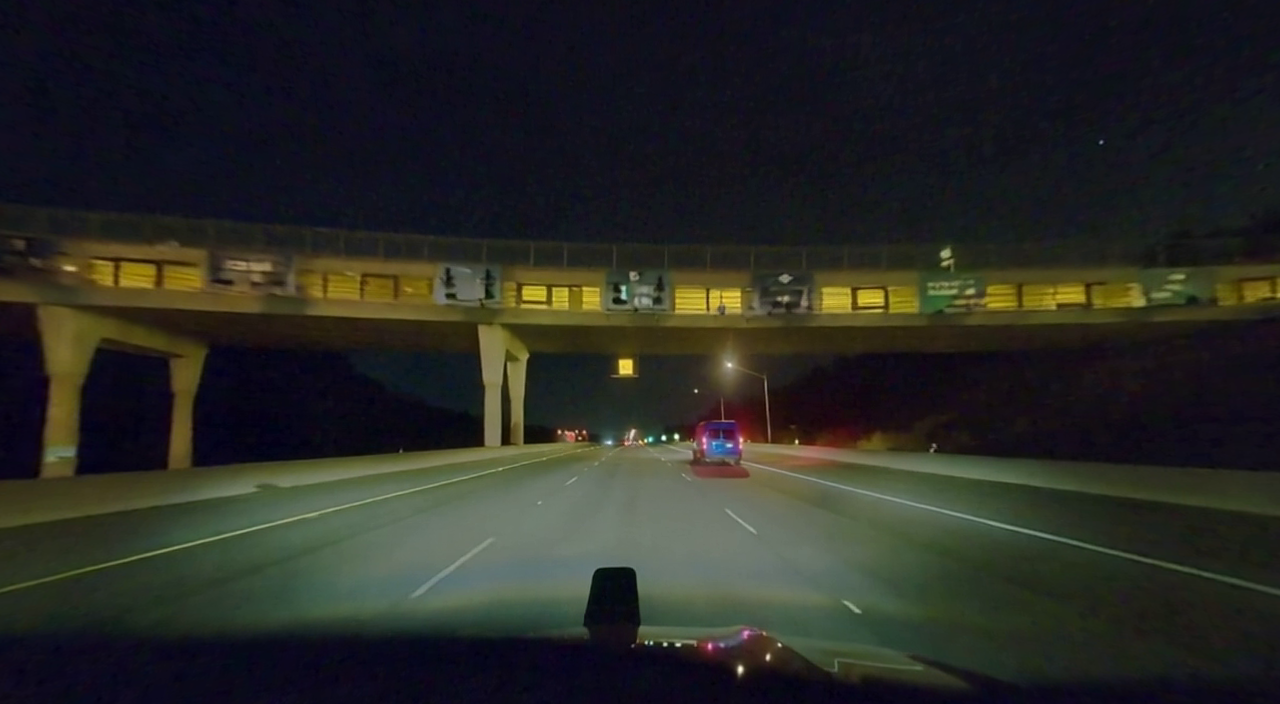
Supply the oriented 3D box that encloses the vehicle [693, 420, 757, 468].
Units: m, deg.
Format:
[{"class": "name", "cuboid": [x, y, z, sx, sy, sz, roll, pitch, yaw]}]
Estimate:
[{"class": "vehicle", "cuboid": [3.792, 4.226, 29.026, 2.161, 2.002, 4.631, 0, -8, -2]}]
